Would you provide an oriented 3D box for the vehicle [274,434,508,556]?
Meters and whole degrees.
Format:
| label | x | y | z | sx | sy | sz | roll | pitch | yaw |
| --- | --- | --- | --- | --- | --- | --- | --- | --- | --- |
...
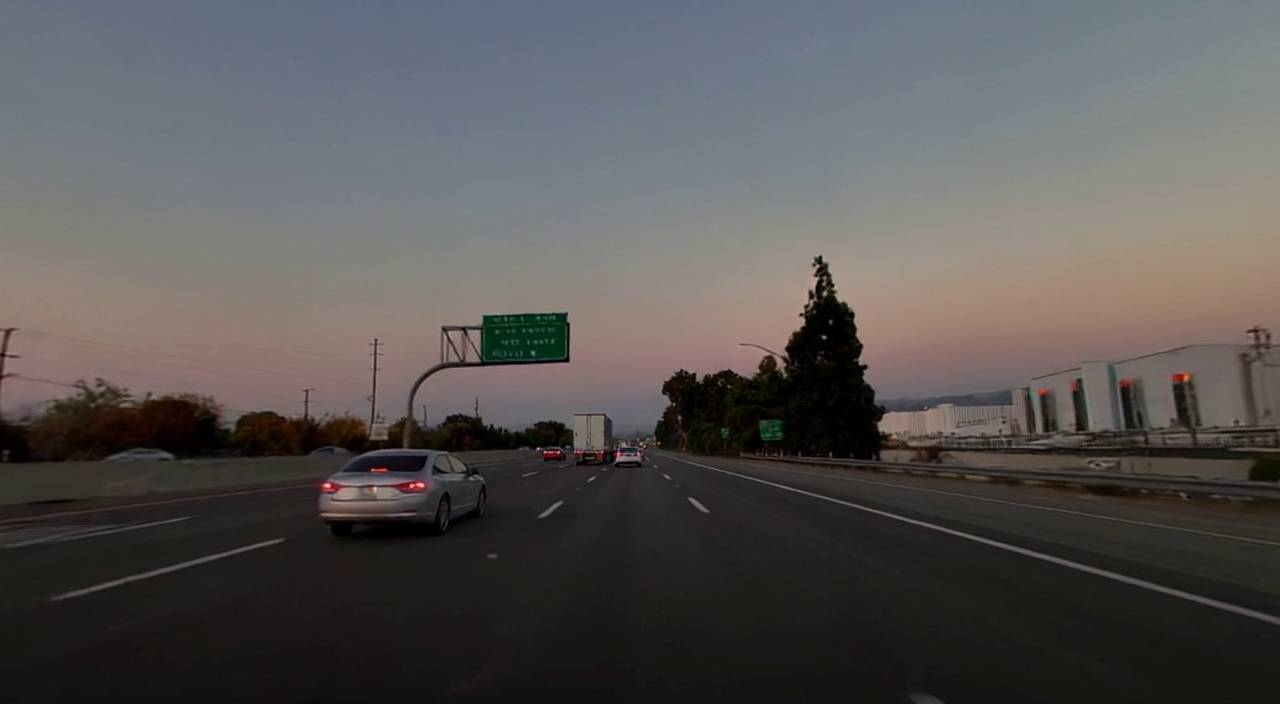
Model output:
| label | x | y | z | sx | sy | sz | roll | pitch | yaw |
| --- | --- | --- | --- | --- | --- | --- | --- | --- | --- |
| vehicle | -3.601 | 2.132 | 10.197 | 1.997 | 1.507 | 4.391 | 0 | -9 | 0 |

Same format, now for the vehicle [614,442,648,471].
| label | x | y | z | sx | sy | sz | roll | pitch | yaw |
| --- | --- | --- | --- | --- | --- | --- | --- | --- | --- |
| vehicle | -0.561 | 6.557 | 39.881 | 2.033 | 1.669 | 4.112 | 0 | -9 | -1 |
